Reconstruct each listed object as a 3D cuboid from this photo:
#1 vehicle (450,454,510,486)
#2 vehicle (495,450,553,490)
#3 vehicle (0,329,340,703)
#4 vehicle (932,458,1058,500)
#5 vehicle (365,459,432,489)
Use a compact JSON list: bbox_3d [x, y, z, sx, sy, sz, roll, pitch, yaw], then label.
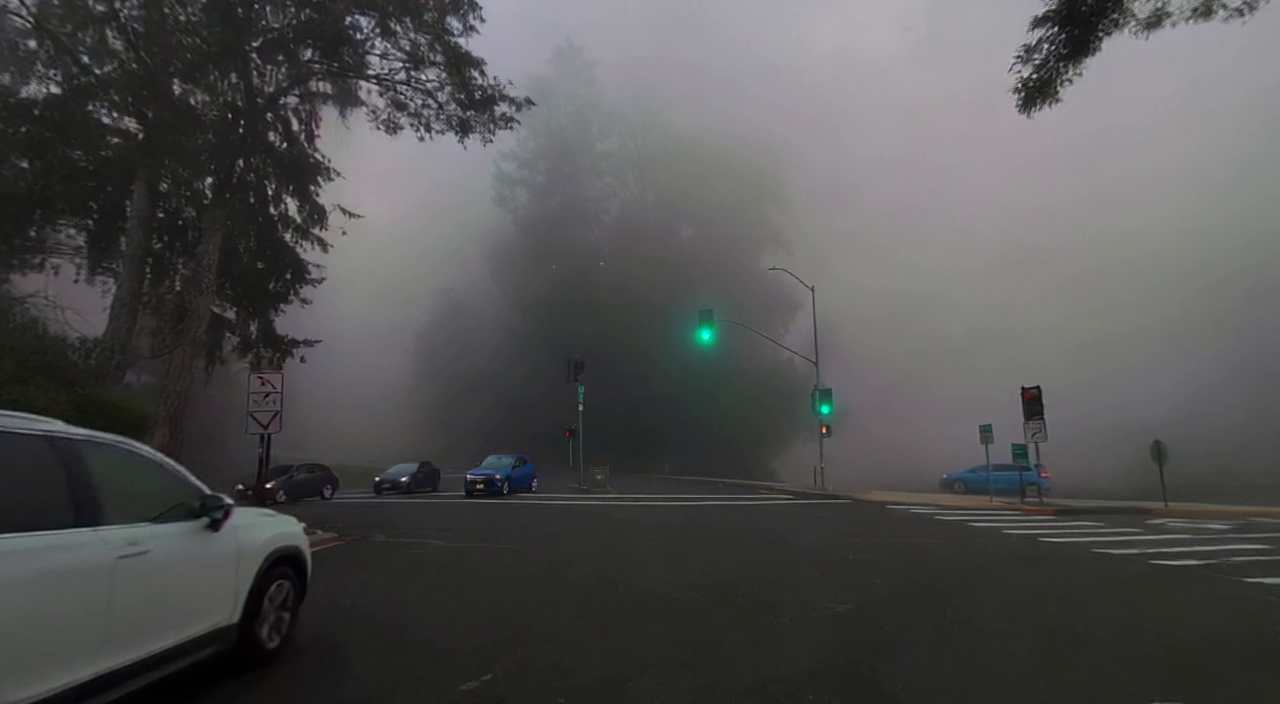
[{"bbox_3d":[-8.043,5.973,32.076,1.960,1.433,4.213,0,-8,0],"label":"vehicle"},{"bbox_3d":[-4.774,4.887,26.519,2.107,1.456,4.728,1,-9,-7],"label":"vehicle"},{"bbox_3d":[-3.498,0.841,2.568,2.242,1.761,4.505,0,-8,1],"label":"vehicle"},{"bbox_3d":[15.543,5.562,27.843,4.571,1.621,2.113,-5,-10,27],"label":"vehicle"},{"bbox_3d":[-17.240,8.724,45.242,2.111,1.925,4.507,-3,-9,16],"label":"vehicle"}]
